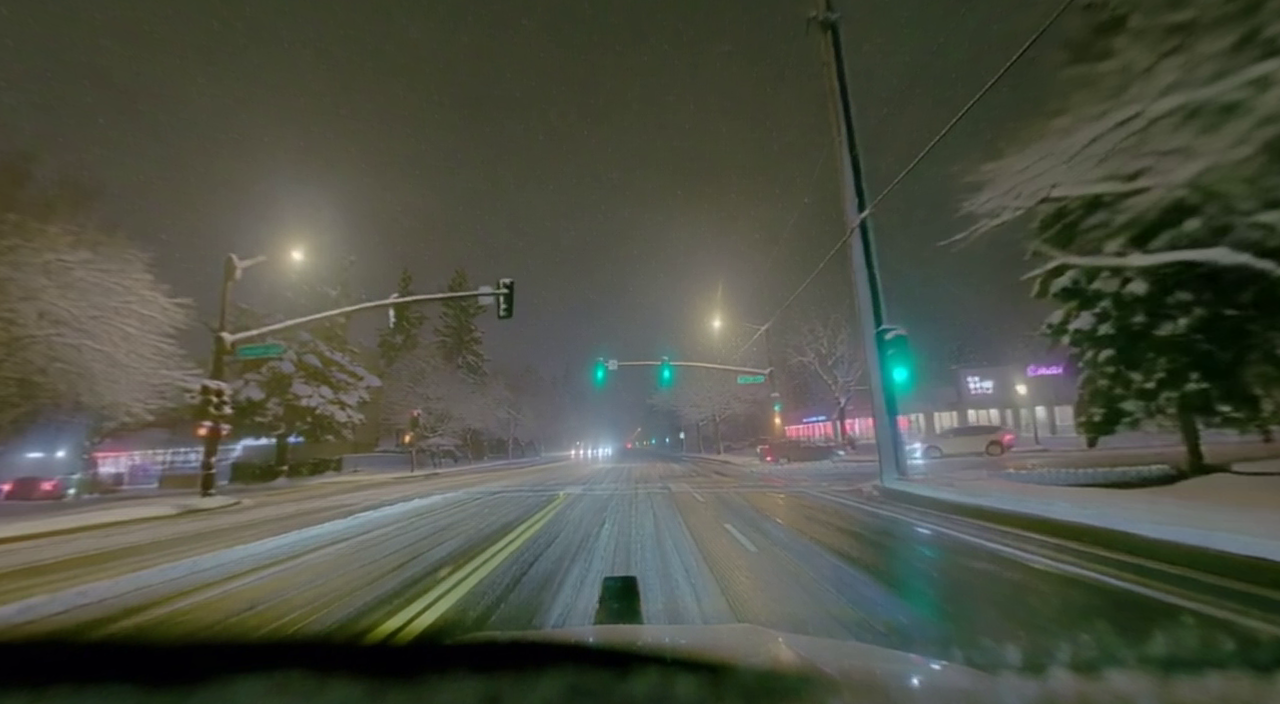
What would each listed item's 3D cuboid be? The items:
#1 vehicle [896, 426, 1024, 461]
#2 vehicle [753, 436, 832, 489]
[{"bbox_3d":[14.602,4.209,28.952,4.704,1.544,2.112,0,-8,0],"label":"vehicle"},{"bbox_3d":[5.045,3.491,20.338,2.064,1.470,4.610,-3,-9,18],"label":"vehicle"}]
